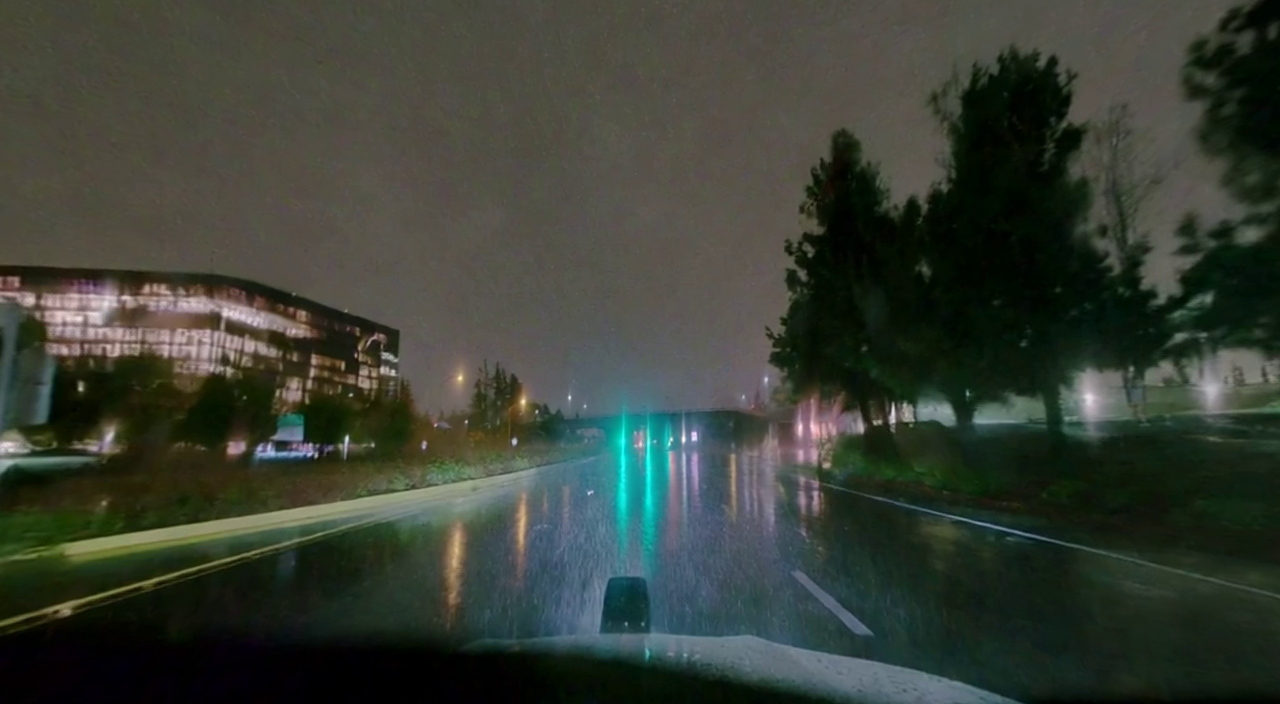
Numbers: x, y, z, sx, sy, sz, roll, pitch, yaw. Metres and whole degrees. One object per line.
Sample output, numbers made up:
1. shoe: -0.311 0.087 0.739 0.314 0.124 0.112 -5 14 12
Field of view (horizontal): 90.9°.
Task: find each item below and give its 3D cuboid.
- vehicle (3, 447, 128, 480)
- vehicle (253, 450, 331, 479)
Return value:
1. vehicle: -30.608 5.911 33.723 1.797 1.621 4.454 -4 -10 30
2. vehicle: -21.445 6.929 39.146 1.945 1.481 5.005 -3 -8 1
